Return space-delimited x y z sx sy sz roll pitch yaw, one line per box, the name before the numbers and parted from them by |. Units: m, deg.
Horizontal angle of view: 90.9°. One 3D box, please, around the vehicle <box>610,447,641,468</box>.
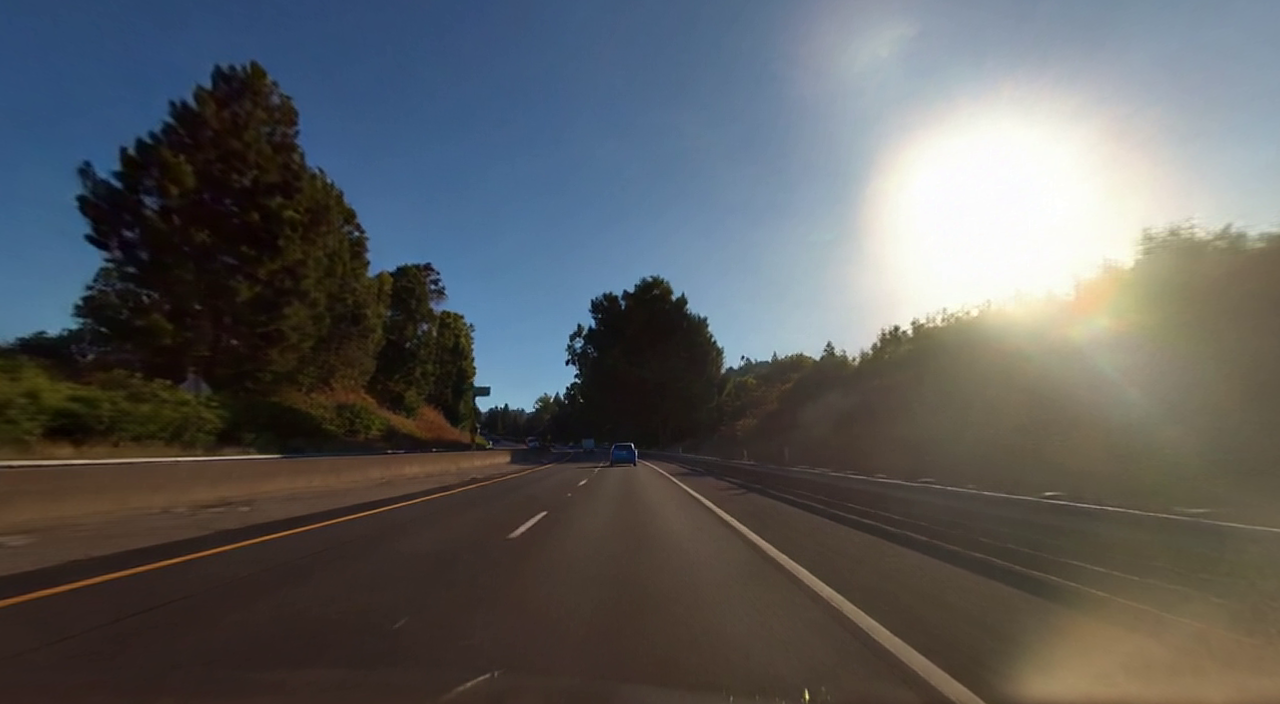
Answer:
vehicle | -1.077 7.469 44.839 2.126 1.411 4.433 0 -9 -2
